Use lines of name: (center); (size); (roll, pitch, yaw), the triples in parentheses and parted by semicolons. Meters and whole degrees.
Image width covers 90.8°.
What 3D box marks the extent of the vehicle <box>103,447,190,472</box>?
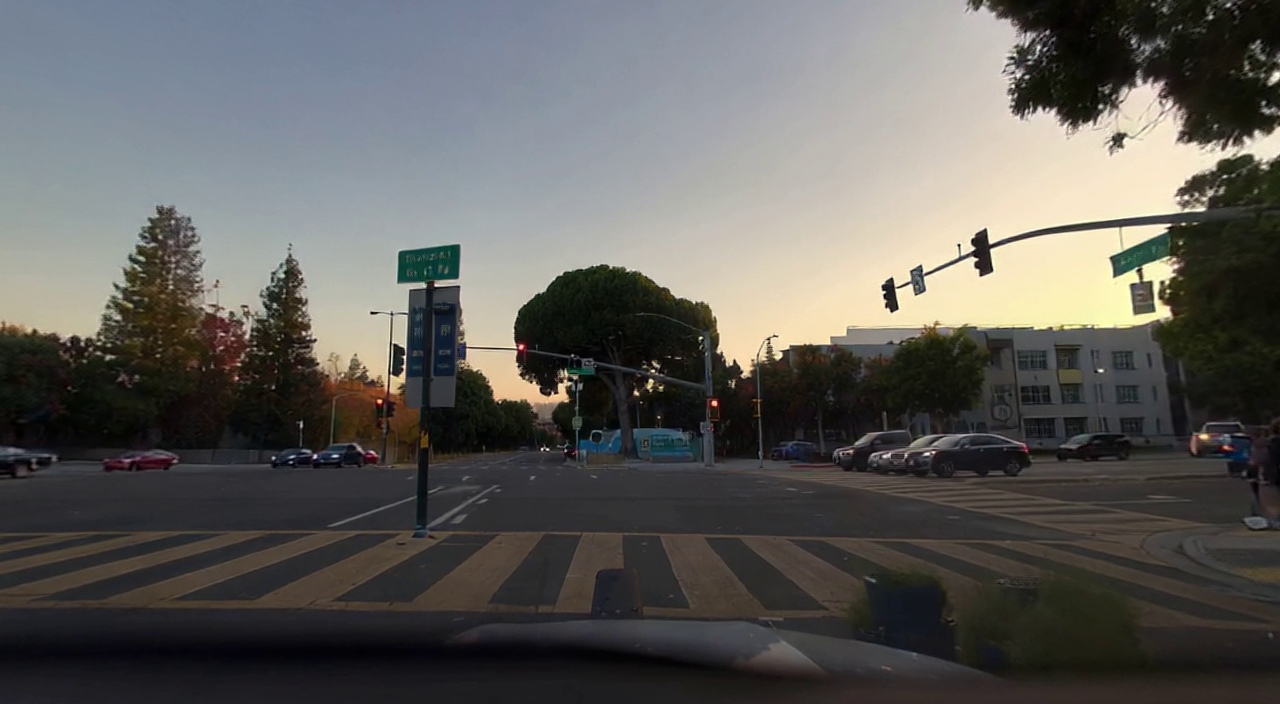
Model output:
vehicle: (-31.030, 6.757, 39.936); (1.811, 1.438, 4.812); (0, -8, -2)

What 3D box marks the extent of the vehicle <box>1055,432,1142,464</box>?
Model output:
vehicle: (28.043, 5.922, 38.882); (2.066, 1.821, 4.509); (0, -8, 2)

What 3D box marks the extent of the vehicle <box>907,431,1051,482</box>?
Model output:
vehicle: (12.894, 3.923, 24.046); (4.742, 1.762, 2.180); (3, -9, -22)

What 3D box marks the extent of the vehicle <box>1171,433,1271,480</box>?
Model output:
vehicle: (20.993, 3.727, 22.773); (4.312, 1.540, 2.007); (7, -11, -40)

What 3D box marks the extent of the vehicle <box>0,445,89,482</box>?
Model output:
vehicle: (-26.954, 4.781, 27.410); (2.006, 1.459, 4.720); (0, -8, -4)

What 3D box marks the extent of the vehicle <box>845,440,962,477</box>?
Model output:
vehicle: (11.438, 4.623, 27.562); (4.317, 1.491, 1.896); (1, -9, -11)
